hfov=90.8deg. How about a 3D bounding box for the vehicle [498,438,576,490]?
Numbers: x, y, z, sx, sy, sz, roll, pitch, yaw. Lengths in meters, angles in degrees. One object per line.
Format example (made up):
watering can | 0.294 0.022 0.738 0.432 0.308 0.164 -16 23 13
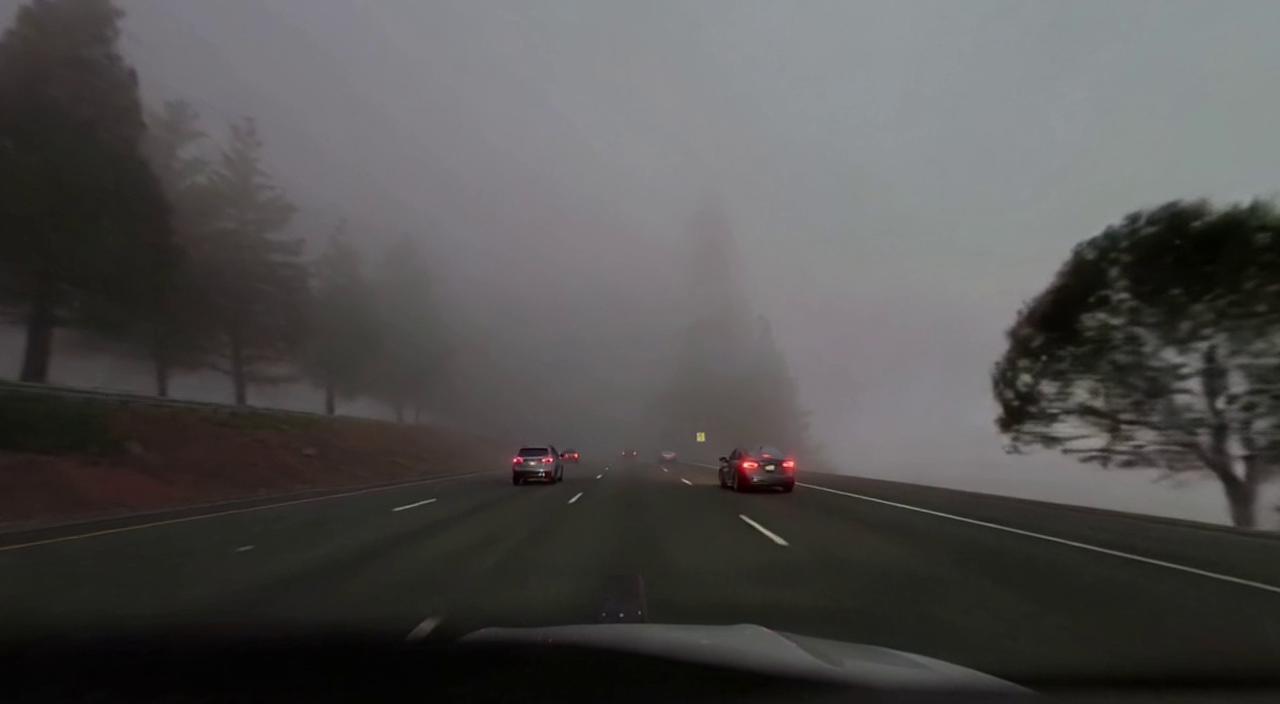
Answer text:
vehicle | -3.716 4.147 23.710 2.244 1.755 4.417 0 -9 -1

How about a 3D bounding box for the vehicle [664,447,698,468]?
vehicle | 2.935 7.668 46.004 2.021 1.447 3.985 0 -9 -3

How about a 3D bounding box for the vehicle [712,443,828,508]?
vehicle | 3.202 3.130 16.542 1.947 1.437 4.345 0 -9 -3
